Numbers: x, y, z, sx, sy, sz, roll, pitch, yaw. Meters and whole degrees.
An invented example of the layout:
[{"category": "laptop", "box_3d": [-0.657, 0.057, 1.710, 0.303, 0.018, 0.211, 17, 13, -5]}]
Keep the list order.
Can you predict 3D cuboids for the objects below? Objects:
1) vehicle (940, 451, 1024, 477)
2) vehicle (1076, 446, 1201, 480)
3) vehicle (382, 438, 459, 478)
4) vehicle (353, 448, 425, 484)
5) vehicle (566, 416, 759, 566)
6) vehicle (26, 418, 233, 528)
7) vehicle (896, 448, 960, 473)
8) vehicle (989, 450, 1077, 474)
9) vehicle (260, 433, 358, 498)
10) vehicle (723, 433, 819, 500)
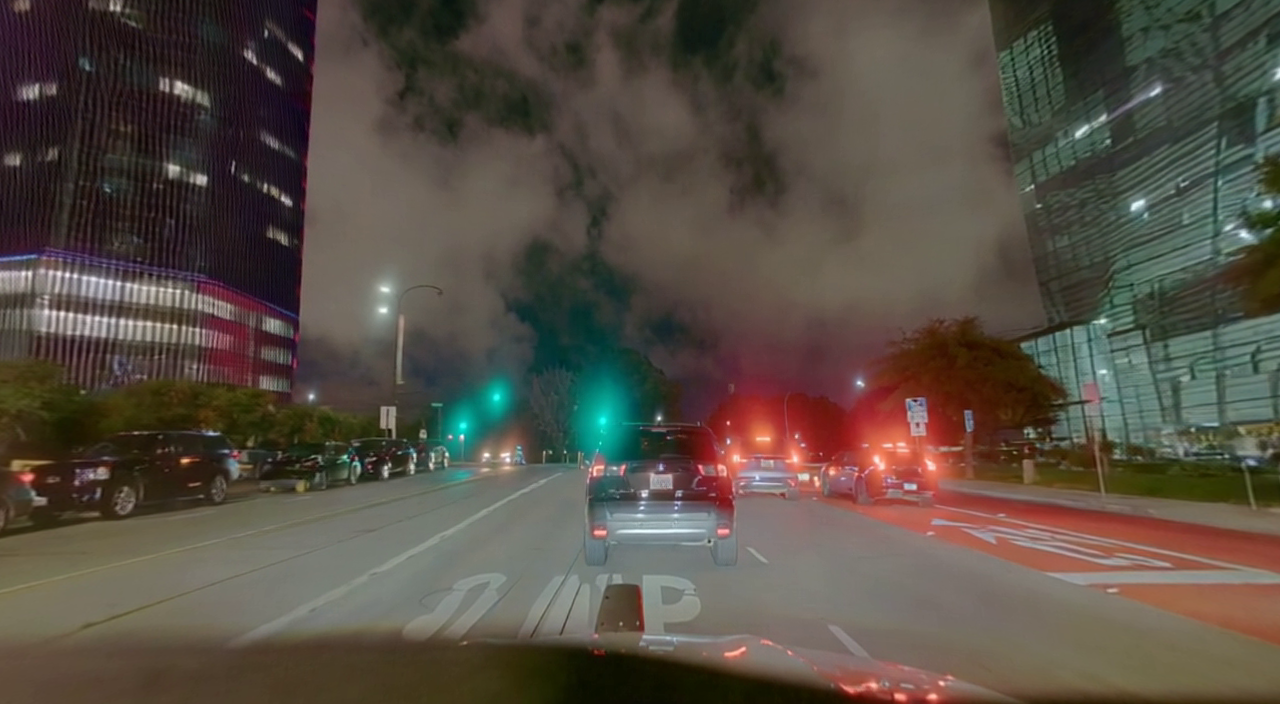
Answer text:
[{"category": "vehicle", "box_3d": [24.102, 7.840, 44.611, 4.956, 1.706, 1.822, -6, -10, 34]}, {"category": "vehicle", "box_3d": [31.209, 6.916, 39.826, 5.890, 1.996, 2.155, -6, -10, 35]}, {"category": "vehicle", "box_3d": [-11.659, 5.645, 34.075, 2.338, 1.963, 5.740, 0, -8, -3]}, {"category": "vehicle", "box_3d": [-11.219, 5.073, 28.556, 1.791, 1.463, 4.210, 0, -8, -4]}, {"category": "vehicle", "box_3d": [0.317, 1.897, 9.374, 2.192, 1.695, 4.142, 0, -8, 2]}, {"category": "vehicle", "box_3d": [-10.334, 2.439, 13.166, 1.543, 1.946, 3.454, 1, -8, -5]}, {"category": "vehicle", "box_3d": [22.542, 8.452, 49.527, 4.211, 1.820, 2.094, -6, -10, 33]}, {"category": "vehicle", "box_3d": [28.390, 7.914, 45.749, 5.153, 1.626, 1.895, -6, -10, 36]}, {"category": "vehicle", "box_3d": [-10.960, 3.736, 21.176, 1.559, 1.973, 3.419, 1, -8, -4]}, {"category": "vehicle", "box_3d": [3.877, 3.473, 19.573, 2.143, 1.793, 4.763, 0, -8, 3]}]
